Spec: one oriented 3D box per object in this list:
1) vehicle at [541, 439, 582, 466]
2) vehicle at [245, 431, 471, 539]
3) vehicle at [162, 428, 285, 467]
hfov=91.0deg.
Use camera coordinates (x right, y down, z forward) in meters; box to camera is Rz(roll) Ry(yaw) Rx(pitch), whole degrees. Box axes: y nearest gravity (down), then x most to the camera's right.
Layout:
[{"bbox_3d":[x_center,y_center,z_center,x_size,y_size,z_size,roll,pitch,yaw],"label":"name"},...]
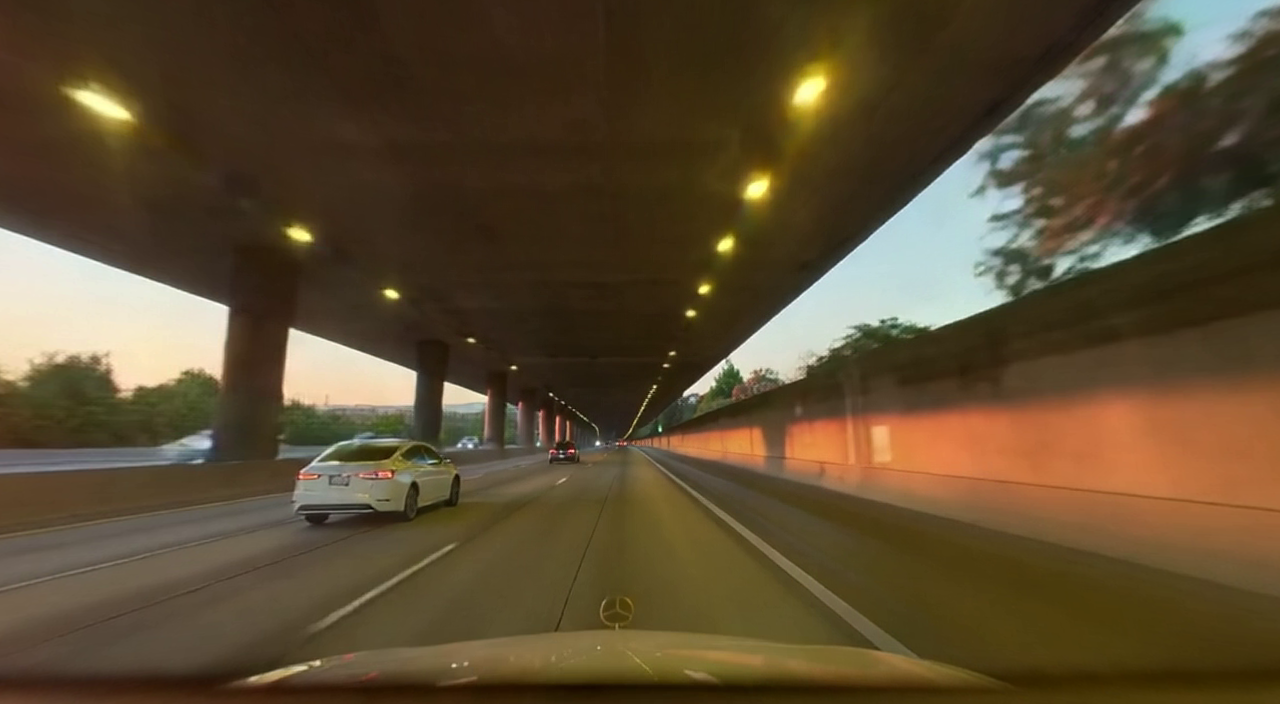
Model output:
[{"bbox_3d":[-4.586,5.957,37.374,1.973,1.474,4.199,0,-8,-1],"label":"vehicle"},{"bbox_3d":[-4.404,2.113,10.702,1.885,1.424,4.230,0,-8,0],"label":"vehicle"},{"bbox_3d":[-17.277,4.012,26.482,1.818,1.450,4.837,-1,-8,1],"label":"vehicle"}]
